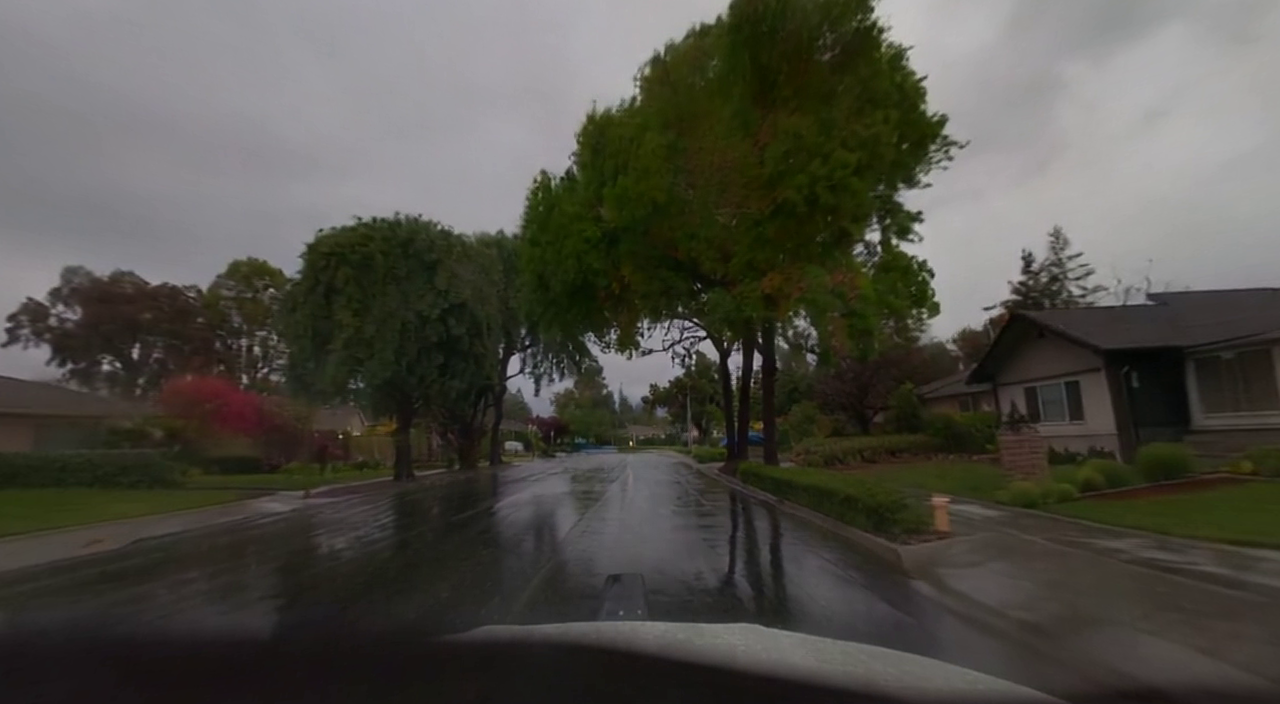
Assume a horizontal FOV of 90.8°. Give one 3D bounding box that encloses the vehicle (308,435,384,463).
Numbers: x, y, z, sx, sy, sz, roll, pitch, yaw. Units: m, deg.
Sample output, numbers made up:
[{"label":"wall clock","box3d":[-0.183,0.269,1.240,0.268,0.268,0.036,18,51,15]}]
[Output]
[{"label":"vehicle","box3d":[-22.838,7.563,49.205,4.745,2.151,2.232,0,-9,0]}]
